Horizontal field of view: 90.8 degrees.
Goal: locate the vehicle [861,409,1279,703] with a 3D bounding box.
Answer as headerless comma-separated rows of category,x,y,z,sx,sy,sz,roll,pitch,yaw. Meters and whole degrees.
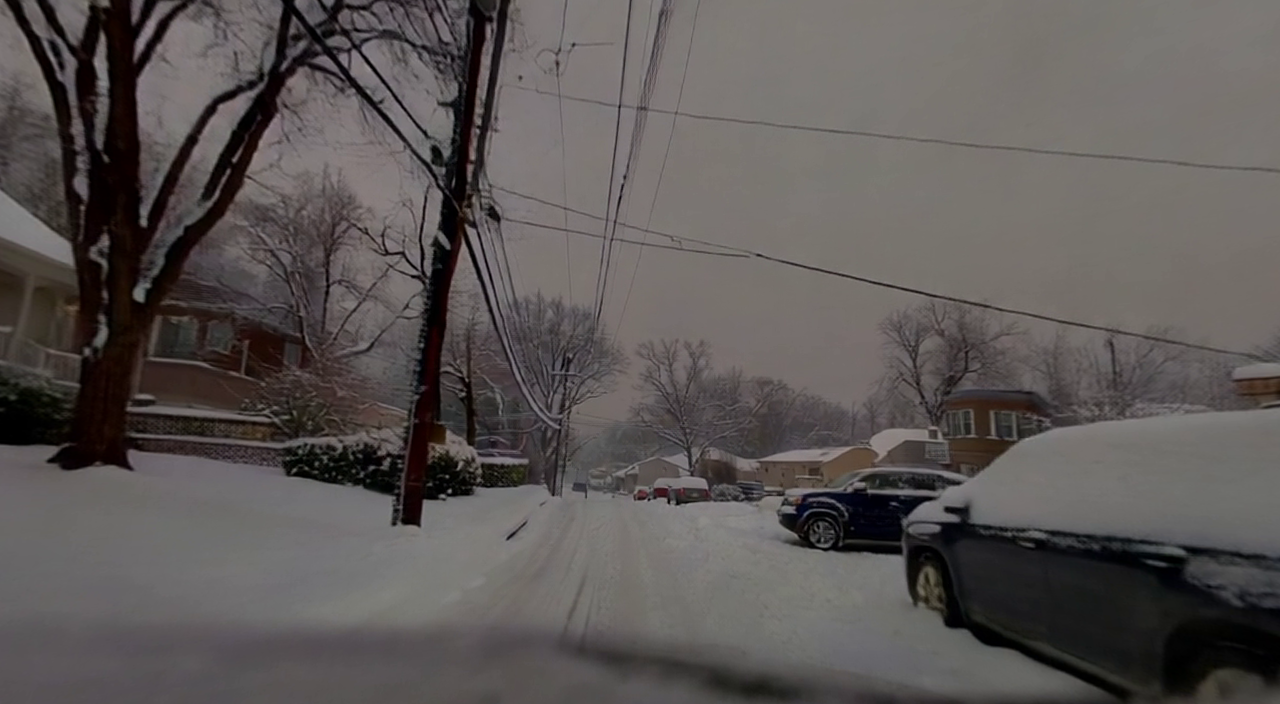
vehicle,3.261,1.165,3.368,2.133,1.566,4.737,1,-9,-5

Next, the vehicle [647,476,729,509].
vehicle,2.759,8.164,36.946,4.413,1.728,1.869,1,-9,-9
